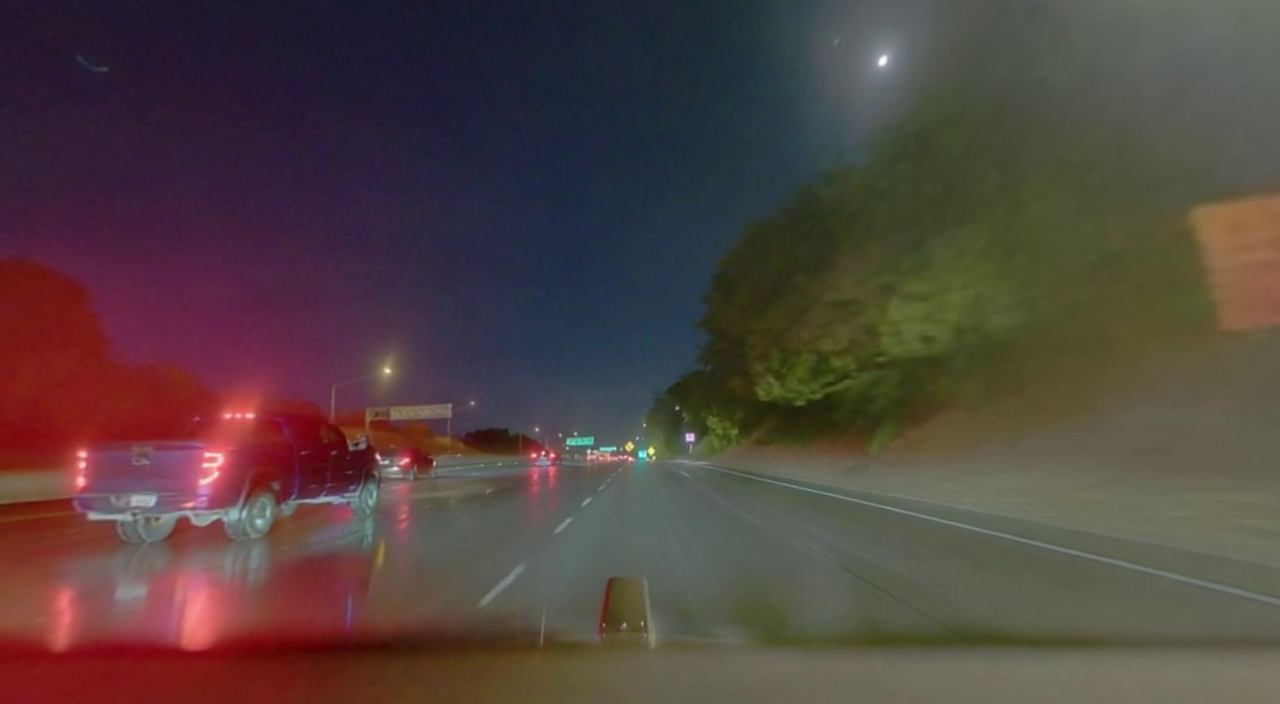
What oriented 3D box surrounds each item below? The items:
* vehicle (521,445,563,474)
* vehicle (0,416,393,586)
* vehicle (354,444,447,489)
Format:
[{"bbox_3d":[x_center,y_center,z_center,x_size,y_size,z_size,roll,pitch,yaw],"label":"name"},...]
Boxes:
[{"bbox_3d":[-6.228,6.844,40.579,2.009,1.735,4.358,0,-8,0],"label":"vehicle"},{"bbox_3d":[-6.340,2.040,9.868,2.403,1.773,6.276,0,-8,0],"label":"vehicle"},{"bbox_3d":[-9.799,4.683,26.256,2.060,1.662,4.469,0,-8,1],"label":"vehicle"}]
